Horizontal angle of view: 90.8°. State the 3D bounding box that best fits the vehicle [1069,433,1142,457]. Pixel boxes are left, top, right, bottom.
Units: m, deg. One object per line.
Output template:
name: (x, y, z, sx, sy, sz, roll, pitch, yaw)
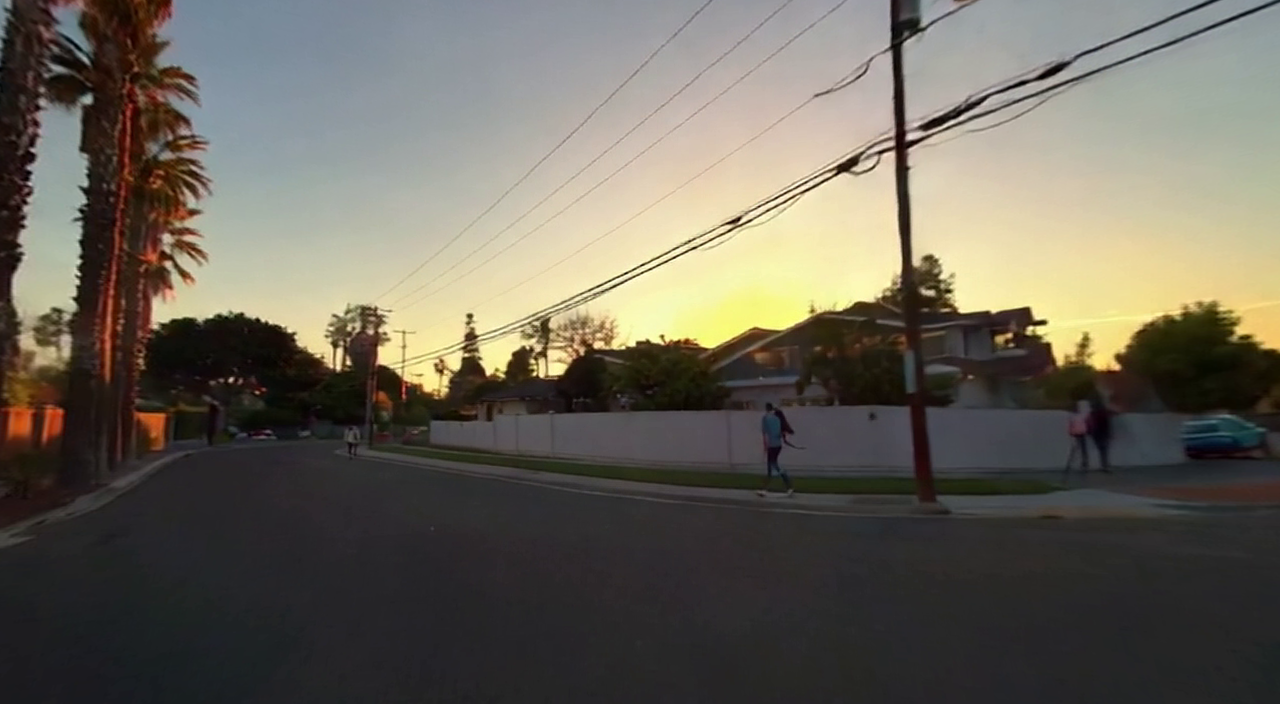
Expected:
vehicle: (30.547, 6.114, 41.481, 3.581, 1.474, 1.702, -7, -11, 42)
